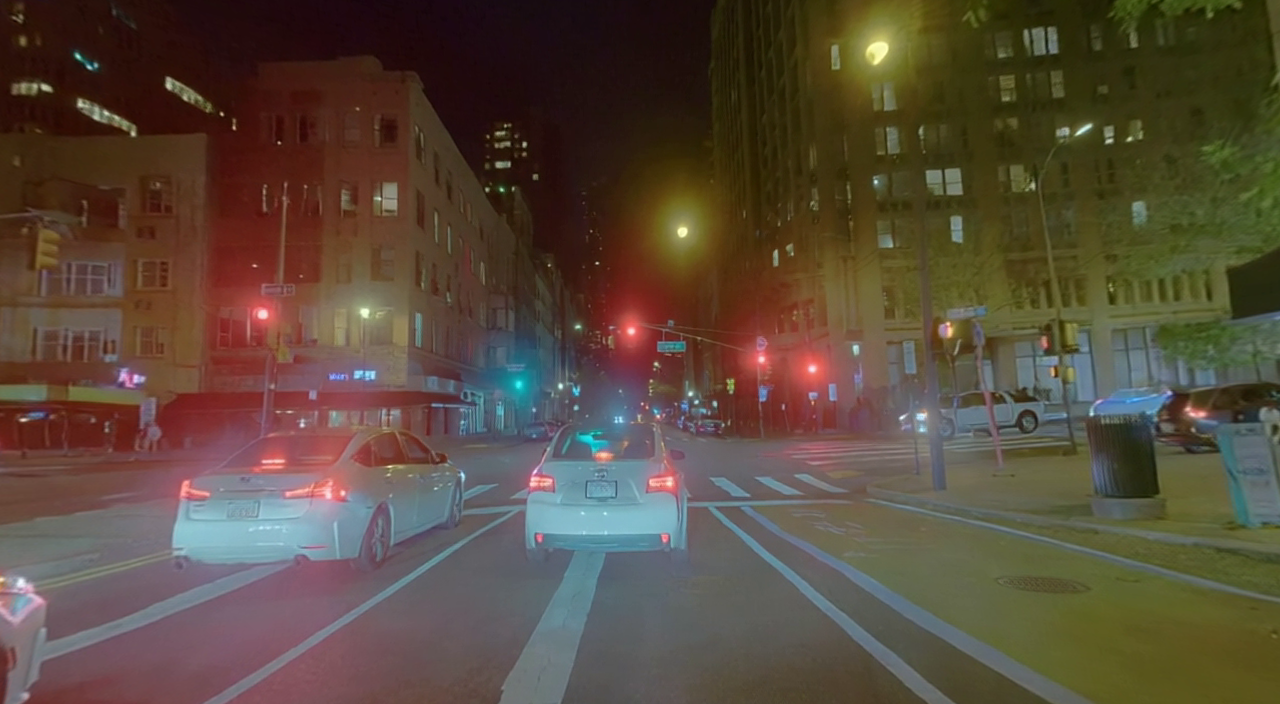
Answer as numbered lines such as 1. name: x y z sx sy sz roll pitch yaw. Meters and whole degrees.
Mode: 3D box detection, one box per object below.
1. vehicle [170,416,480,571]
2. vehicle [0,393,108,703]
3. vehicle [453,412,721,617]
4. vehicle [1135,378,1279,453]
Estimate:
1. vehicle: -3.693 1.733 8.506 1.934 1.522 4.287 0 -8 0
2. vehicle: -3.919 0.704 1.170 1.995 1.524 4.438 0 -8 0
3. vehicle: -0.412 1.505 6.742 1.999 1.520 3.896 0 -8 -1
4. vehicle: 21.625 2.362 22.882 5.863 2.493 2.354 2 -9 -11
